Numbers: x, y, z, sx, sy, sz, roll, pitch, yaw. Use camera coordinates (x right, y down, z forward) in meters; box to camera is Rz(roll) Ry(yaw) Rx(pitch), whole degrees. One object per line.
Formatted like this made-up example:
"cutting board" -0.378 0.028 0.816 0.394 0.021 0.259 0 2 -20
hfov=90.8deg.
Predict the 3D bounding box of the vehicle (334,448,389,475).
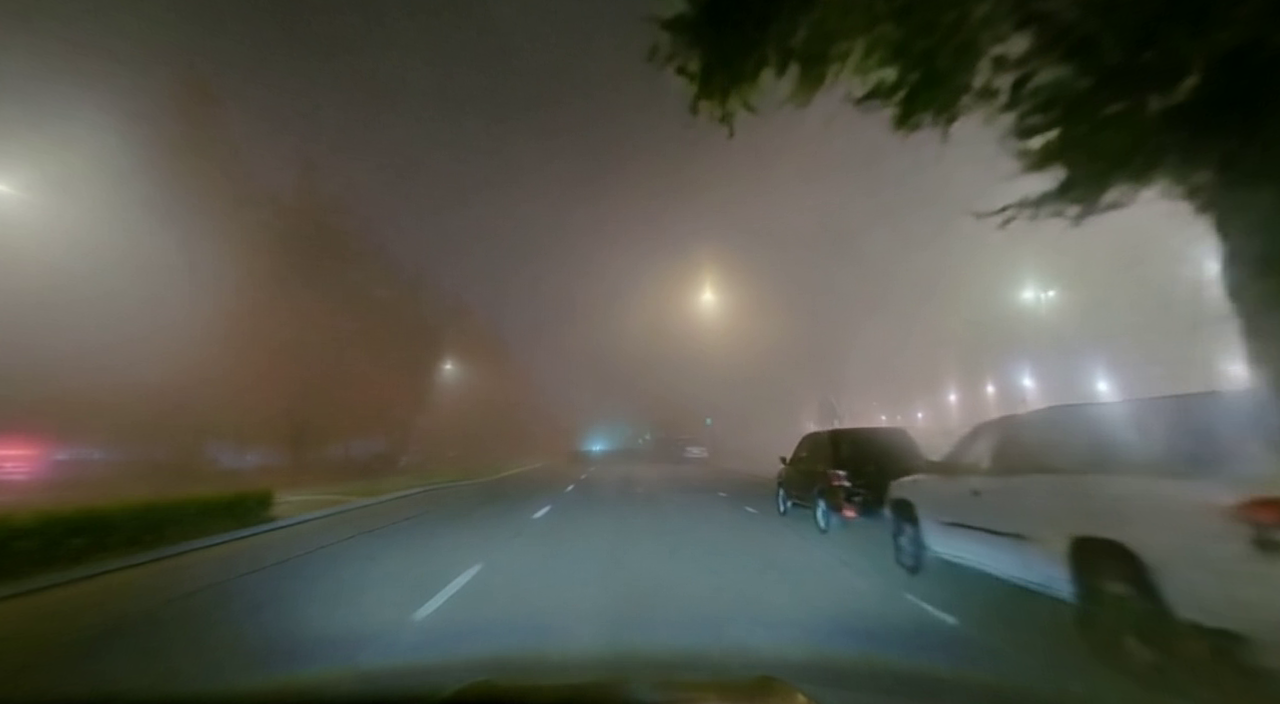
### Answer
"vehicle" -18.637 7.296 42.441 1.791 1.461 4.496 -5 -7 -2

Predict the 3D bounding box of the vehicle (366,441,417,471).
"vehicle" -18.666 7.807 47.671 2.007 1.806 4.707 -6 -7 -2

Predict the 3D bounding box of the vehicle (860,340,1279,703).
"vehicle" 3.486 1.125 4.846 1.951 1.728 4.623 0 -8 0

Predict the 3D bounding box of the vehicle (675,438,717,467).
"vehicle" 3.033 5.499 34.963 1.924 1.492 4.587 0 -8 0
